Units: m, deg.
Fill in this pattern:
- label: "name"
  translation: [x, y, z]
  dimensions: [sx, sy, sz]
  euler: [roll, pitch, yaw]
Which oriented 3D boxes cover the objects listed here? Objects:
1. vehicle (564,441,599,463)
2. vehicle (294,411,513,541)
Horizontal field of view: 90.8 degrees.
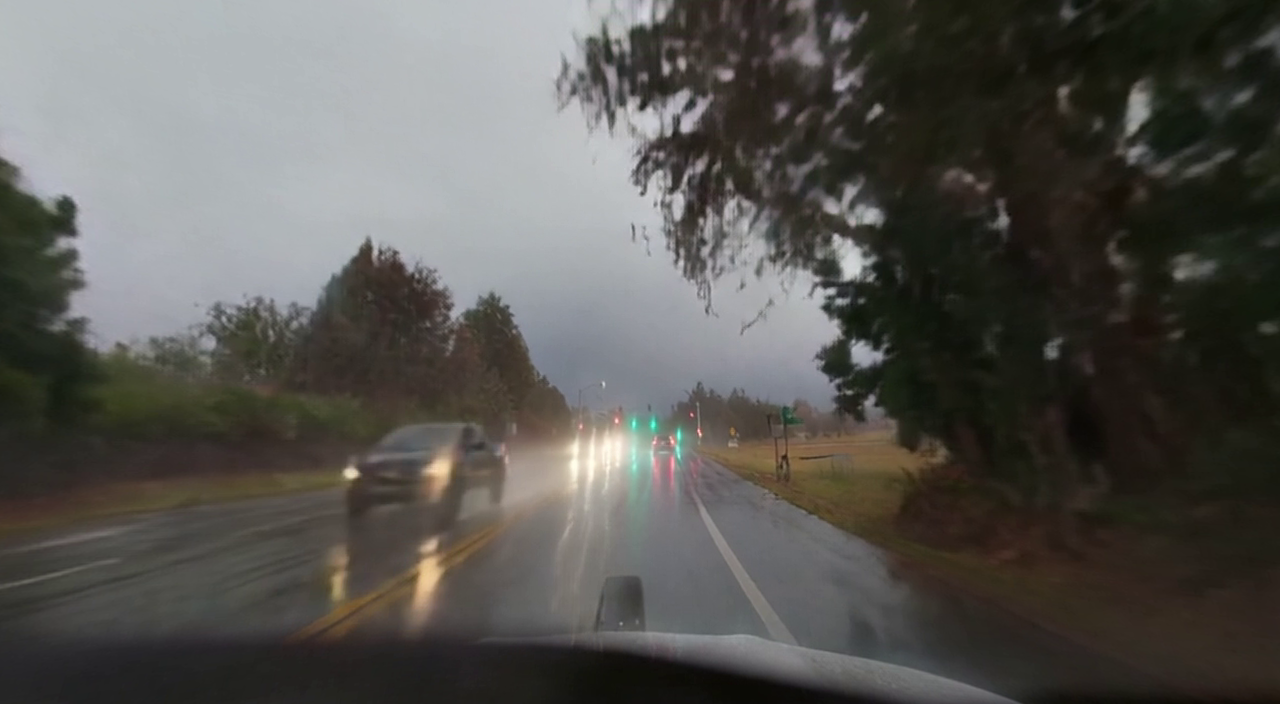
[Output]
- label: "vehicle"
  translation: [-4.161, 7.197, 45.670]
  dimensions: [2.002, 1.455, 4.450]
  euler: [-1, -8, 2]
- label: "vehicle"
  translation: [-3.790, 2.076, 11.258]
  dimensions: [2.097, 1.791, 4.663]
  euler: [-1, -8, 0]
